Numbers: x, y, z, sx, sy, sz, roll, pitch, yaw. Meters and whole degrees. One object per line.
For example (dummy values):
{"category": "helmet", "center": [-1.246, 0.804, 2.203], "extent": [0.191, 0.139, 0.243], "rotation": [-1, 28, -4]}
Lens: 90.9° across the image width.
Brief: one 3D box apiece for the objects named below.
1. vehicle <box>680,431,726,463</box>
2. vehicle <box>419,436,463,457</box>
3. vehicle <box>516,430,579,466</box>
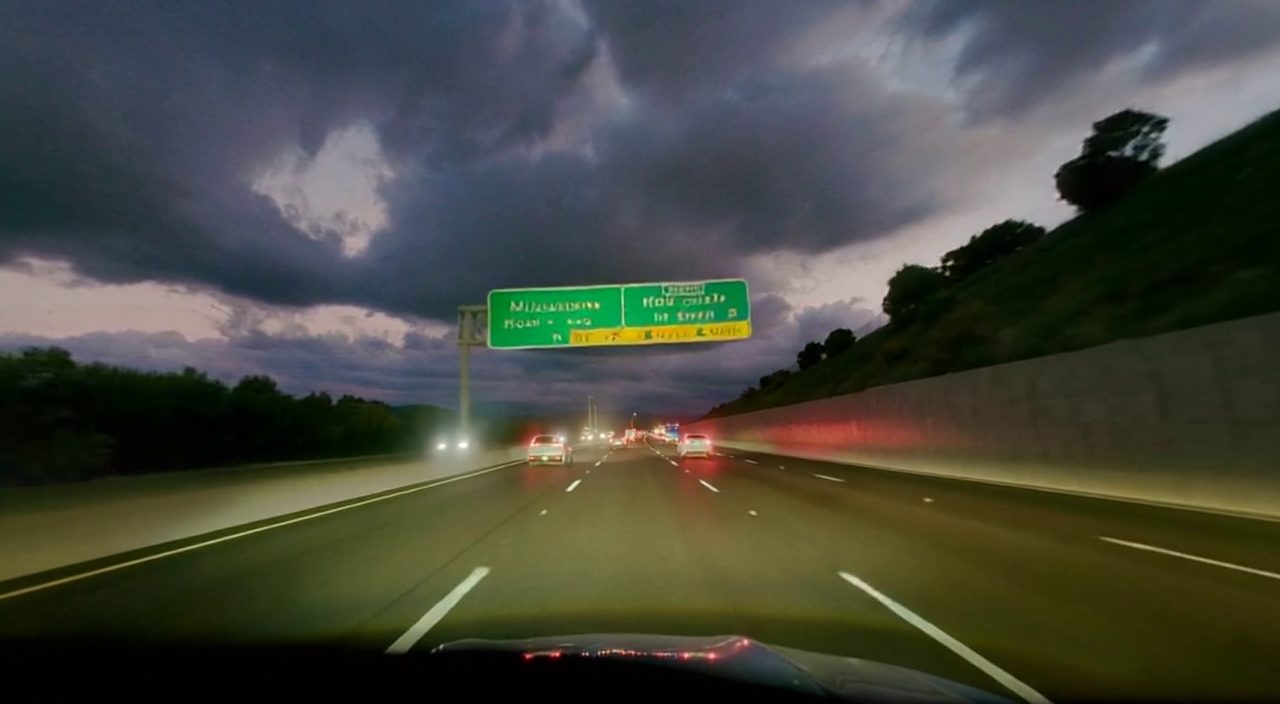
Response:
{"category": "vehicle", "center": [3.052, 4.669, 31.174], "extent": [1.806, 1.469, 3.681], "rotation": [0, -8, -2]}
{"category": "vehicle", "center": [-14.860, 7.059, 47.278], "extent": [2.025, 1.457, 4.147], "rotation": [0, -8, -2]}
{"category": "vehicle", "center": [-4.024, 4.250, 28.144], "extent": [2.204, 1.486, 4.121], "rotation": [0, -8, 0]}
